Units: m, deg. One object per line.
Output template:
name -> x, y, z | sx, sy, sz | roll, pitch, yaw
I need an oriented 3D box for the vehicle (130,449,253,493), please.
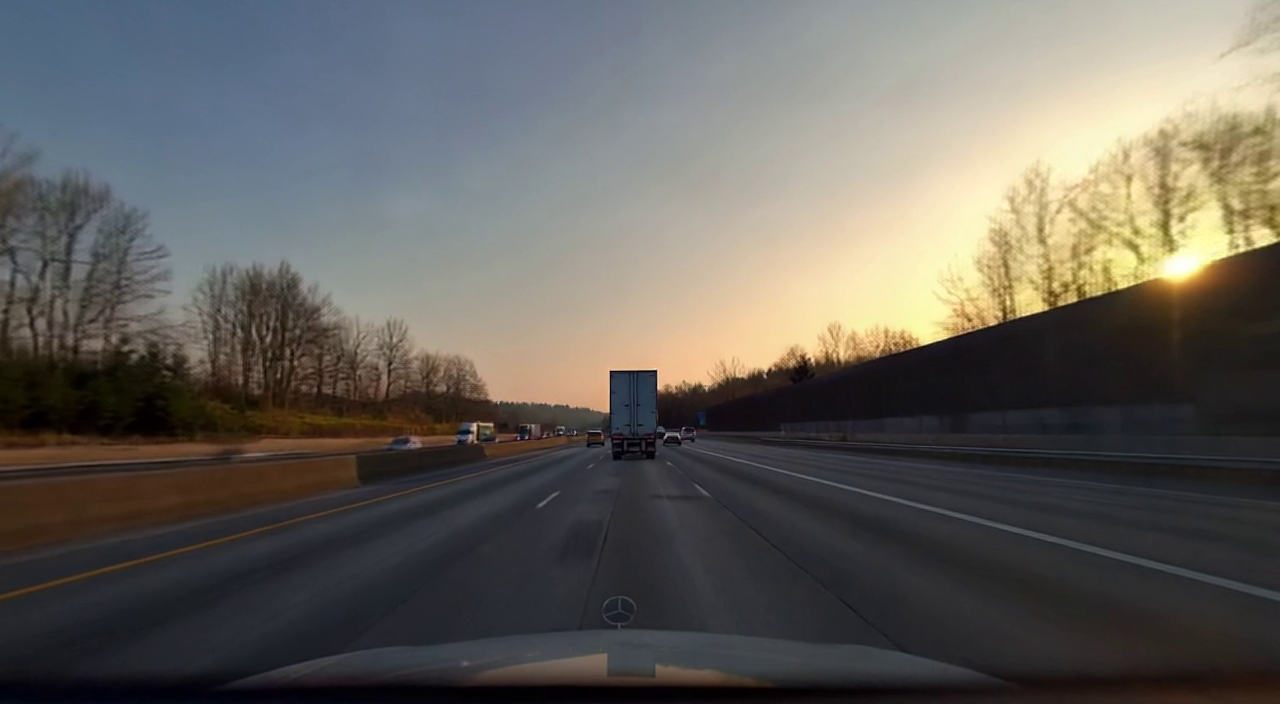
vehicle -> -17.737, 4.695, 25.156 | 1.841, 1.474, 4.148 | 0, -8, 0

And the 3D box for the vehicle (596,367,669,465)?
vehicle -> -0.338, 3.680, 33.938 | 2.965, 3.972, 16.689 | 0, -8, 0
